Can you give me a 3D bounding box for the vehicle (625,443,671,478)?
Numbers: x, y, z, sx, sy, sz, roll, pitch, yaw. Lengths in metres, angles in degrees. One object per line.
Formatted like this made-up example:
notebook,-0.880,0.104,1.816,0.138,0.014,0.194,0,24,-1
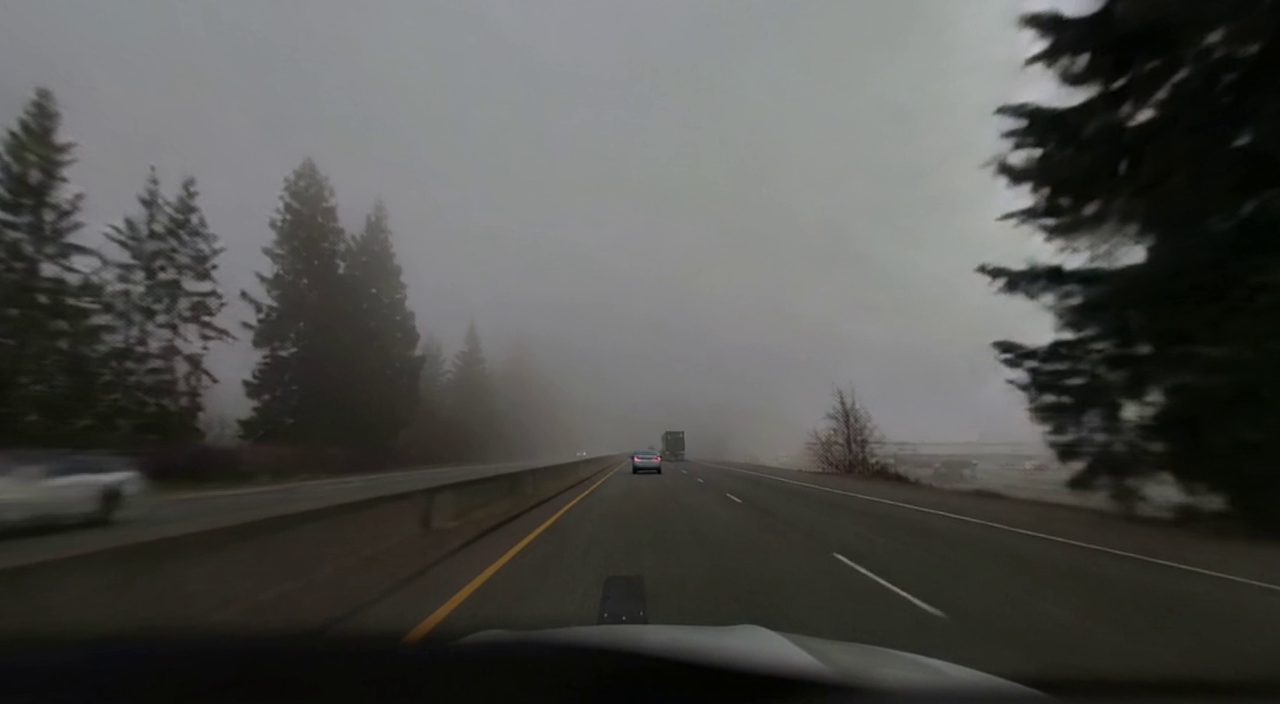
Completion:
vehicle,0.361,5.083,29.841,2.045,1.527,4.023,0,-9,0
